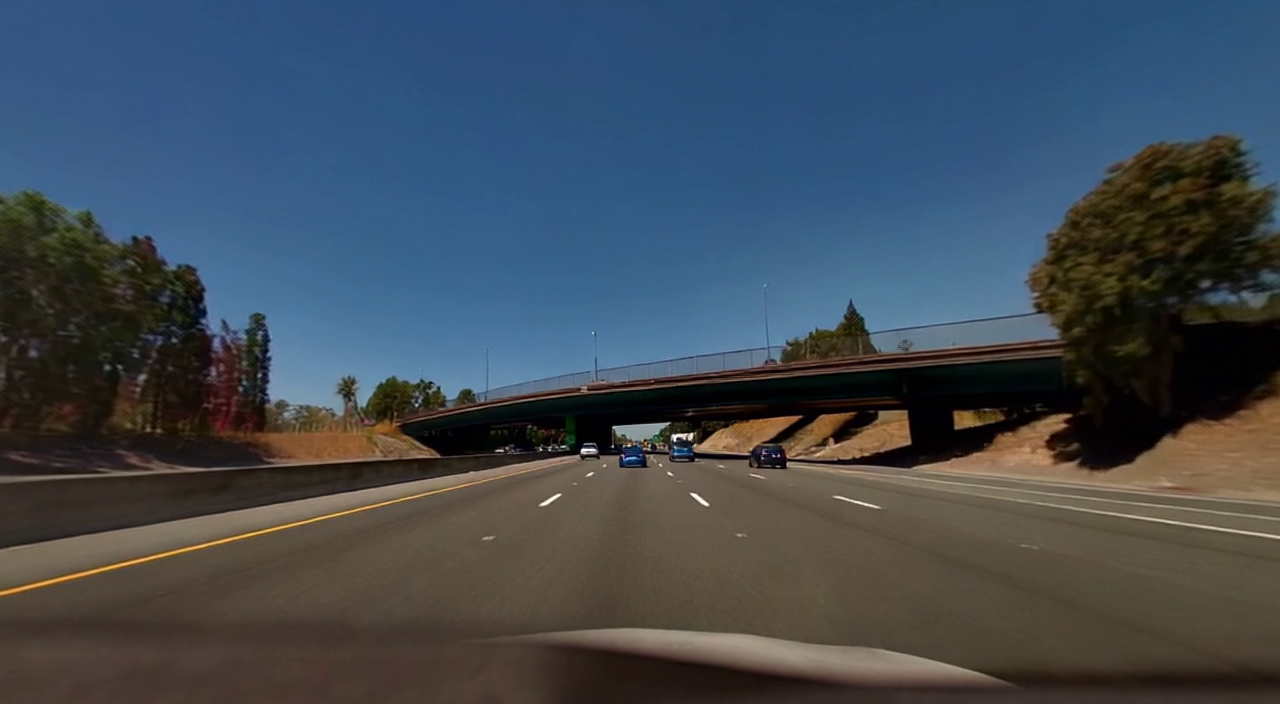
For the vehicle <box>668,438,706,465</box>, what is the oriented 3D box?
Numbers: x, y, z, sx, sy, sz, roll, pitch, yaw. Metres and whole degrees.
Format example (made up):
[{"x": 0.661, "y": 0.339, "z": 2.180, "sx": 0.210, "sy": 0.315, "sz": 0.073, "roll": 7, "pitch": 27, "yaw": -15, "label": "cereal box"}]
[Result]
[{"x": 3.254, "y": 7.048, "z": 44.927, "sx": 2.177, "sy": 1.831, "sz": 4.766, "roll": 0, "pitch": -8, "yaw": -2, "label": "vehicle"}]

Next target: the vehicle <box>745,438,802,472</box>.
[{"x": 6.788, "y": 5.269, "z": 32.549, "sx": 1.936, "sy": 1.625, "sz": 3.991, "roll": 0, "pitch": -8, "yaw": -1, "label": "vehicle"}]

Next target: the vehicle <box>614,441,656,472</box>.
[{"x": -0.272, "y": 5.385, "z": 32.743, "sx": 2.075, "sy": 1.486, "sz": 4.007, "roll": 0, "pitch": -8, "yaw": -1, "label": "vehicle"}]
